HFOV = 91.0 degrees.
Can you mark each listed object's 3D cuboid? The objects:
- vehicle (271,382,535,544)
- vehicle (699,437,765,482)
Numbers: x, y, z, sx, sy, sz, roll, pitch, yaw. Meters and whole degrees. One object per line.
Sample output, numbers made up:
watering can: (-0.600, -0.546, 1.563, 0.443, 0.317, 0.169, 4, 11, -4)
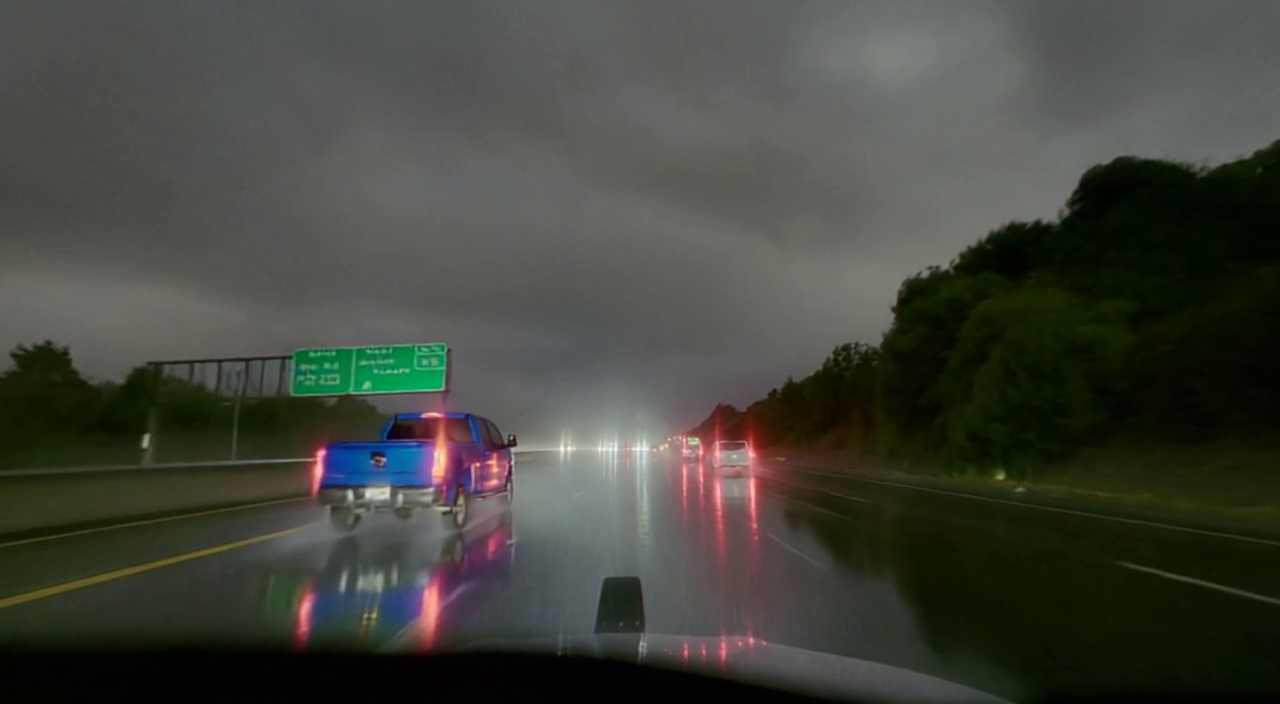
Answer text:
vehicle: (-3.770, 1.989, 11.838, 2.496, 2.203, 6.317, 0, -9, 0)
vehicle: (3.675, 4.381, 25.939, 2.095, 1.668, 4.135, 0, -9, 0)
